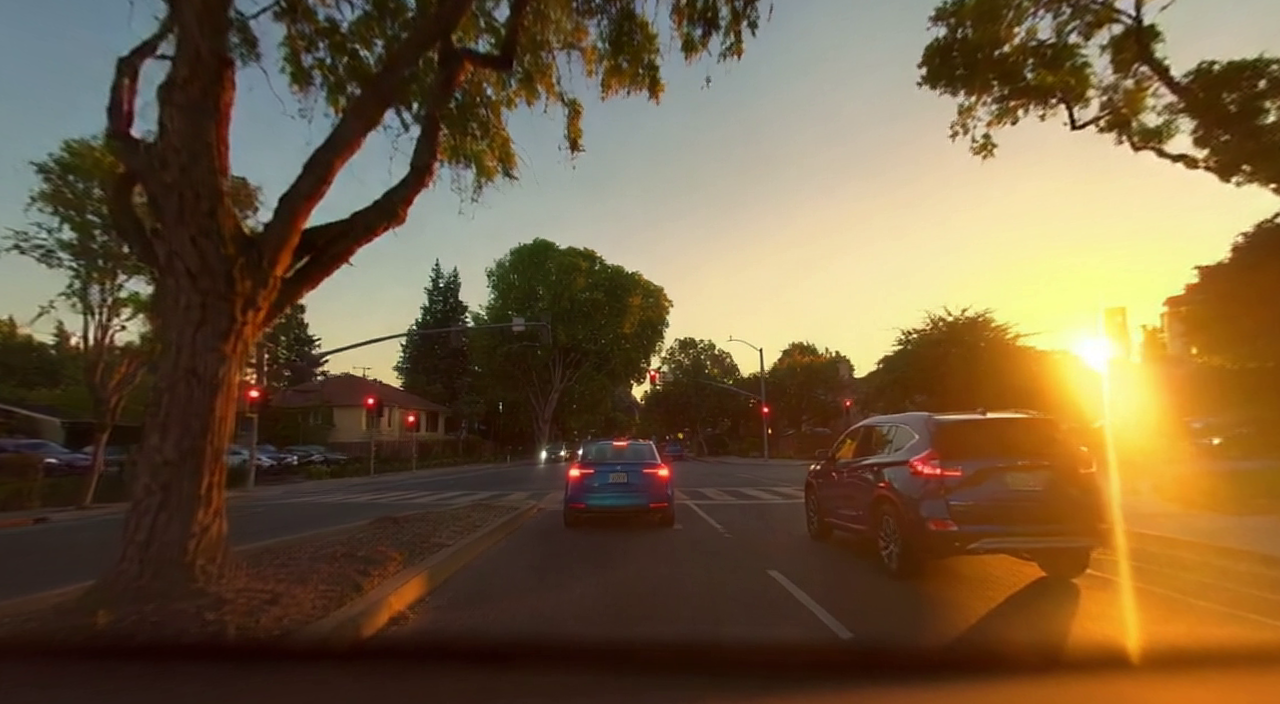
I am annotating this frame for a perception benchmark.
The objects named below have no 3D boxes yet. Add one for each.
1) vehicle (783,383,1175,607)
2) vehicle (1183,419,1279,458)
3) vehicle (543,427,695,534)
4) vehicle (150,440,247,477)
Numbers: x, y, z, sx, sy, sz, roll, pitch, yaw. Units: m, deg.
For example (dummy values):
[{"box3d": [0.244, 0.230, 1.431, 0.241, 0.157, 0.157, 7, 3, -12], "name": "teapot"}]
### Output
[{"box3d": [3.192, 1.459, 7.271, 2.046, 1.768, 4.370, 0, -8, 0], "name": "vehicle"}, {"box3d": [34.495, 4.794, 34.813, 6.226, 2.061, 2.527, -2, -9, 14], "name": "vehicle"}, {"box3d": [-0.328, 2.202, 11.484, 2.177, 1.512, 4.682, 0, -8, -1], "name": "vehicle"}, {"box3d": [-28.516, 6.886, 40.921, 4.943, 2.110, 2.217, 4, -10, -35], "name": "vehicle"}]
